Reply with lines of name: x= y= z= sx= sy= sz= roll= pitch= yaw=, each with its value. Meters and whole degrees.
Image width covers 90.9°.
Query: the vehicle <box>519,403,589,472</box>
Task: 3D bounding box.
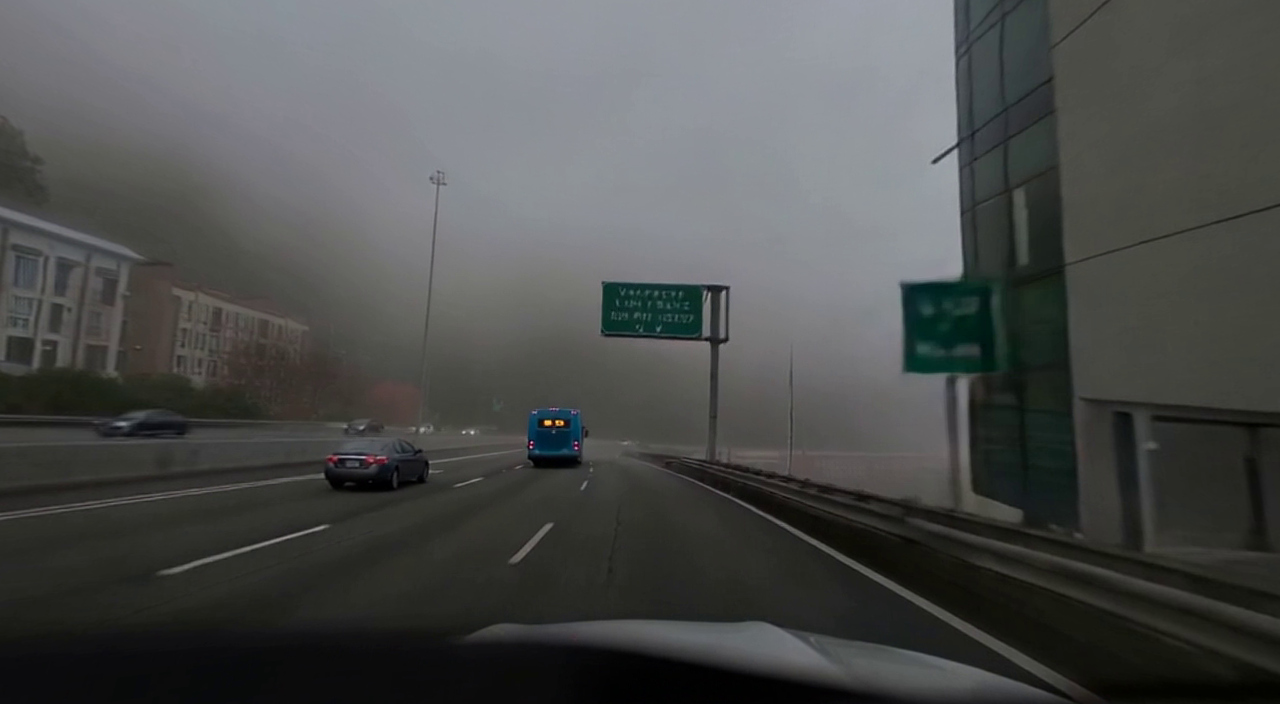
vehicle: x=-4.121 y=4.413 z=31.616 sx=2.888 sy=2.944 sz=8.373 roll=2 pitch=-10 yaw=-5

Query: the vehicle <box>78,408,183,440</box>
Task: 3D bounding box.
vehicle: x=-32.015 y=4.590 z=39.825 sx=2.187 sy=1.813 sz=5.007 roll=-1 pitch=-9 yaw=4

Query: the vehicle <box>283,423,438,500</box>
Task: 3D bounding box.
vehicle: x=-7.010 y=2.802 z=16.448 sx=1.993 sy=1.690 sz=4.450 roll=0 pitch=-9 yaw=0
